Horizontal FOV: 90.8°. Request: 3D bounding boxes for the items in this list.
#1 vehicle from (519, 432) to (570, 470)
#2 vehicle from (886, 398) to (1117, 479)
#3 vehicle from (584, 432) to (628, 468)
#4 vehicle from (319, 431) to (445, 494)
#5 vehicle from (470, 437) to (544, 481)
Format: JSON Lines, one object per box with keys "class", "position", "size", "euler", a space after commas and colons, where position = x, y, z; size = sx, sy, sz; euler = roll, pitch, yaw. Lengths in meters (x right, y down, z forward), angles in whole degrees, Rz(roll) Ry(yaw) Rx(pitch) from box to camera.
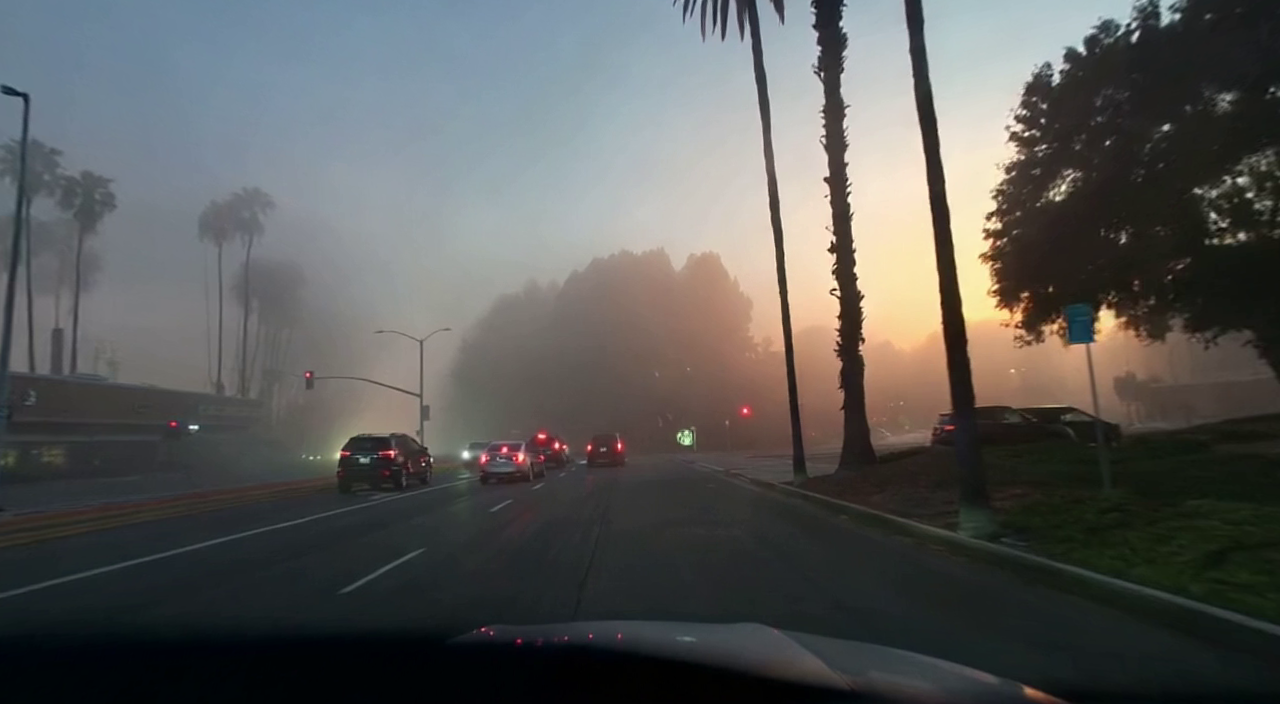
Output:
{"class": "vehicle", "position": [-5.086, 5.362, 34.256], "size": [2.025, 1.862, 4.804], "euler": [0, -9, 0]}
{"class": "vehicle", "position": [9.504, 2.327, 16.966], "size": [4.774, 1.975, 2.245], "euler": [0, -9, -2]}
{"class": "vehicle", "position": [-1.750, 5.245, 33.833], "size": [2.153, 1.759, 4.320], "euler": [0, -9, -1]}
{"class": "vehicle", "position": [-8.490, 3.676, 21.394], "size": [2.178, 1.864, 5.005], "euler": [0, -9, -1]}
{"class": "vehicle", "position": [-5.106, 4.176, 24.936], "size": [1.885, 1.567, 4.775], "euler": [0, -9, 0]}
